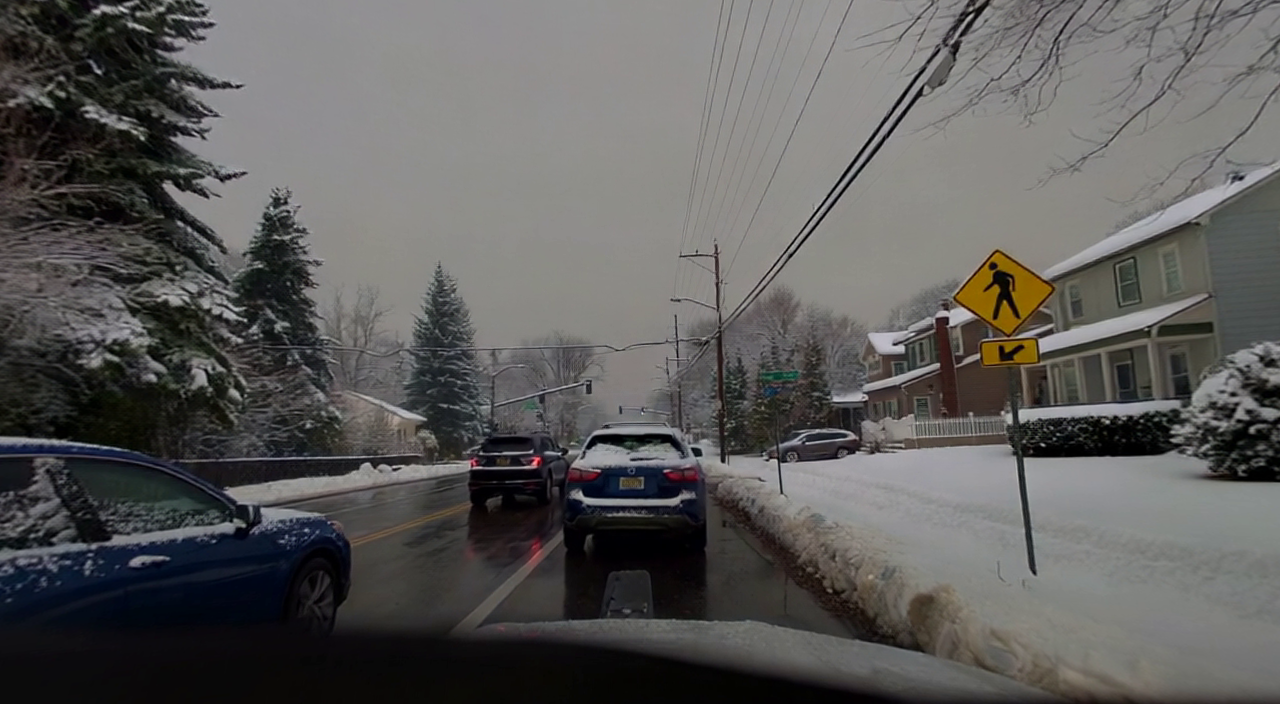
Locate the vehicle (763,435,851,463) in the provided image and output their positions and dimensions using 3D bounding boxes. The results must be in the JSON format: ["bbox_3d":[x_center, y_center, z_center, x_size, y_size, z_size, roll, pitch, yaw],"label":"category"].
[{"bbox_3d":[9.367,5.467,35.637,4.456,1.504,1.914,-1,-9,5],"label":"vehicle"}]

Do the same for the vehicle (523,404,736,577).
[{"bbox_3d":[-0.104,1.683,8.333,2.120,1.718,3.909,0,-9,0],"label":"vehicle"}]

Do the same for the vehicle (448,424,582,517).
[{"bbox_3d":[-2.558,2.567,14.066,2.000,1.737,4.133,0,-9,2],"label":"vehicle"}]

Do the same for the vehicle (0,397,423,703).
[{"bbox_3d":[-2.874,1.040,2.948,1.968,1.472,4.685,0,-9,1],"label":"vehicle"}]
